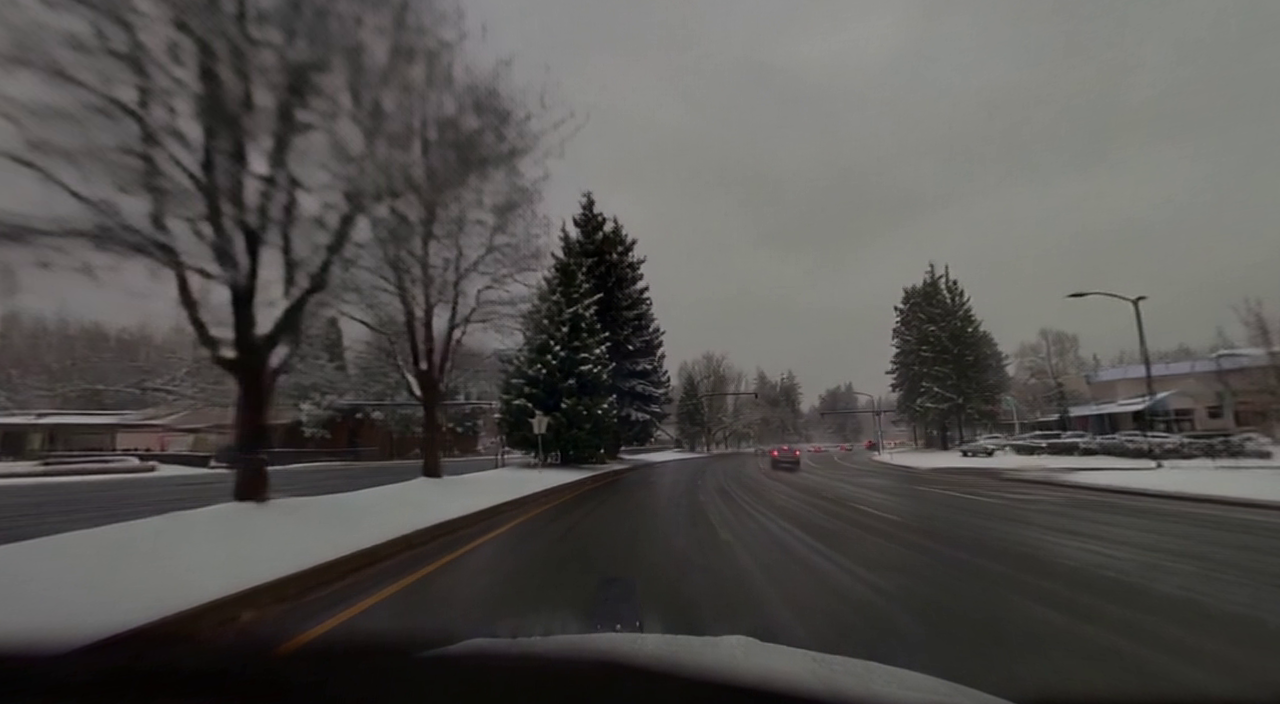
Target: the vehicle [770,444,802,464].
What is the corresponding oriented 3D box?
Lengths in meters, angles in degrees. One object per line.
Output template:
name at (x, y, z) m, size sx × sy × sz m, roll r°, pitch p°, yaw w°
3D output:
vehicle at (11.019, 7.709, 47.957) m, size 1.988 × 1.460 × 3.996 m, roll -1°, pitch -9°, yaw 8°
